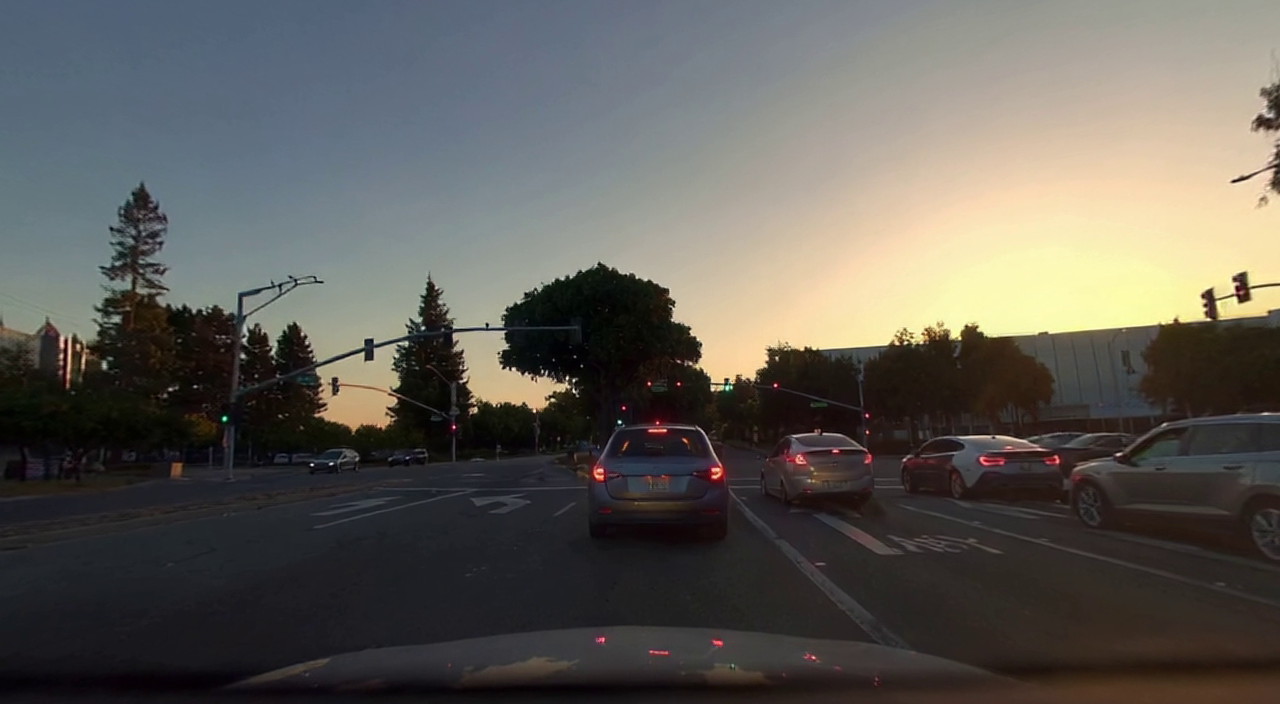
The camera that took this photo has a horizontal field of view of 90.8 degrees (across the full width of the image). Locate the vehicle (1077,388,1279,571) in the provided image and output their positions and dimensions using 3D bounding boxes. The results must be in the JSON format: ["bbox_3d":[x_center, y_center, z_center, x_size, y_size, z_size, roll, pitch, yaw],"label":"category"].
[{"bbox_3d":[7.376,1.357,6.880,2.074,1.791,4.393,0,-9,1],"label":"vehicle"}]

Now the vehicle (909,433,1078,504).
[{"bbox_3d":[8.309,2.775,15.406,1.862,1.471,4.297,-1,-9,4],"label":"vehicle"}]

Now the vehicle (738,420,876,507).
[{"bbox_3d":[3.776,2.646,15.316,2.188,1.774,4.646,-1,-9,2],"label":"vehicle"}]

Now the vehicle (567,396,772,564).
[{"bbox_3d":[0.278,1.706,8.994,2.211,1.795,4.179,0,-9,-1],"label":"vehicle"}]
